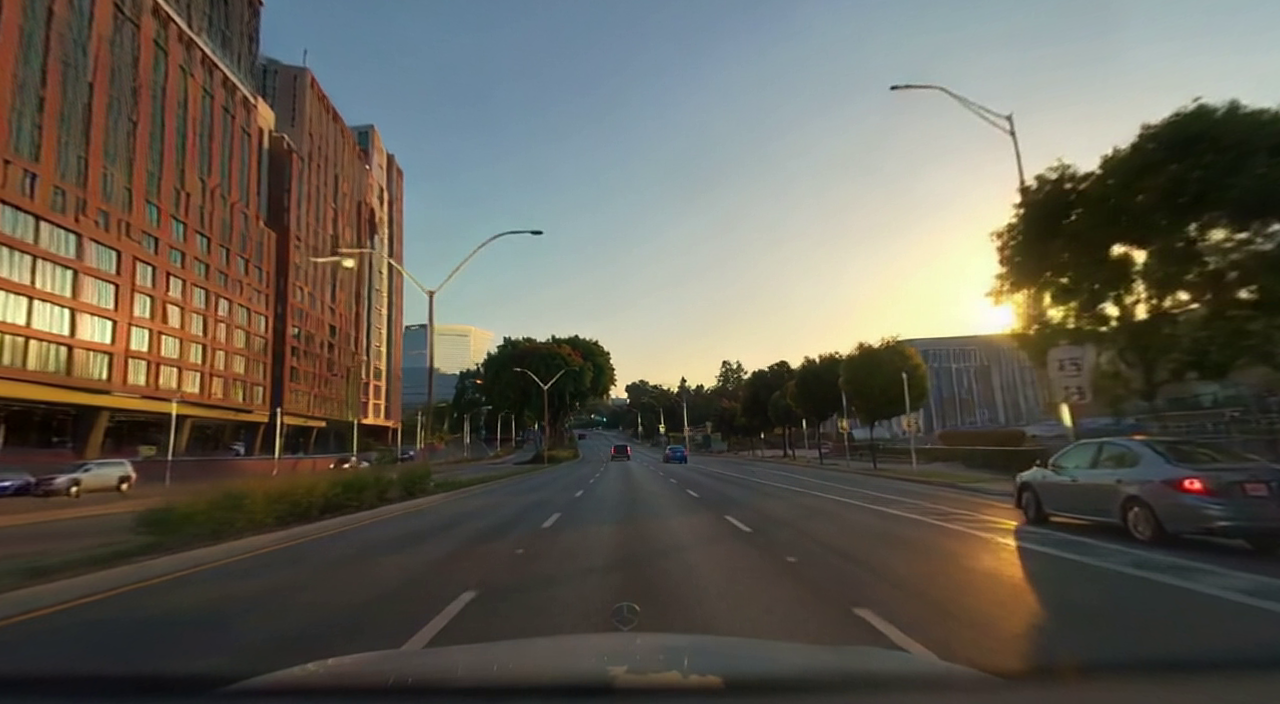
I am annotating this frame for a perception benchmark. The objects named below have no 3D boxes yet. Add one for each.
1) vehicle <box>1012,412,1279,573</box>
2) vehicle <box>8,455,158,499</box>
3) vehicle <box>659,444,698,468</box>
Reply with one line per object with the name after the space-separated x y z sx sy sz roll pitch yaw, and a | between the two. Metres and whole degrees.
7.696 1.862 9.183 2.017 1.743 4.453 -1 -8 3 | vehicle
-29.631 6.629 34.045 2.474 1.971 6.358 0 -8 -2 | vehicle
2.537 6.991 42.750 2.090 1.506 4.382 0 -8 -3 | vehicle
